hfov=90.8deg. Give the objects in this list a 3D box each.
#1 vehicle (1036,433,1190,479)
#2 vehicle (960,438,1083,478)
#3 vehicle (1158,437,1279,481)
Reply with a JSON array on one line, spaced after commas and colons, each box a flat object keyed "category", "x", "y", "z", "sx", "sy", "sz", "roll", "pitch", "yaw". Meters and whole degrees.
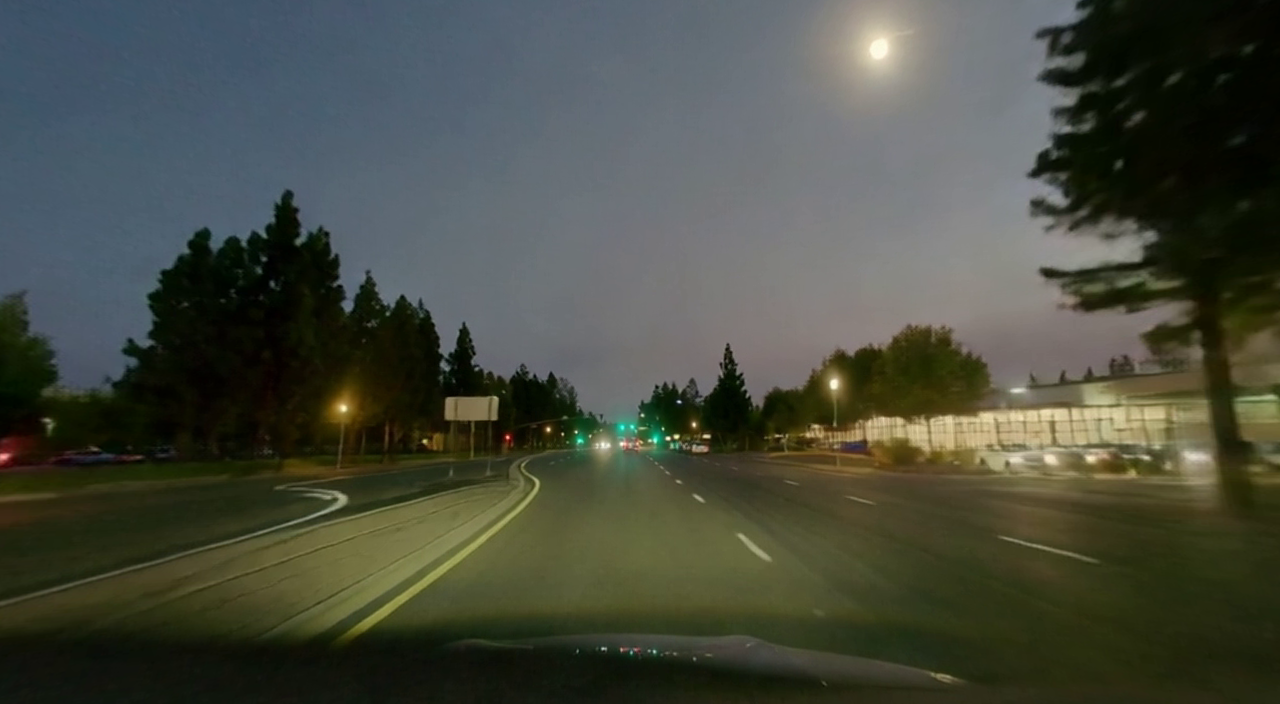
[{"category": "vehicle", "x": 21.438, "y": 4.703, "z": 29.026, "sx": 2.150, "sy": 1.812, "sz": 5.372, "roll": 0, "pitch": -8, "yaw": -13}, {"category": "vehicle", "x": 16.588, "y": 4.606, "z": 27.790, "sx": 1.966, "sy": 1.583, "sz": 4.568, "roll": 2, "pitch": -9, "yaw": -12}, {"category": "vehicle", "x": 24.827, "y": 4.393, "z": 26.427, "sx": 1.988, "sy": 1.617, "sz": 4.524, "roll": 2, "pitch": -8, "yaw": -10}]
